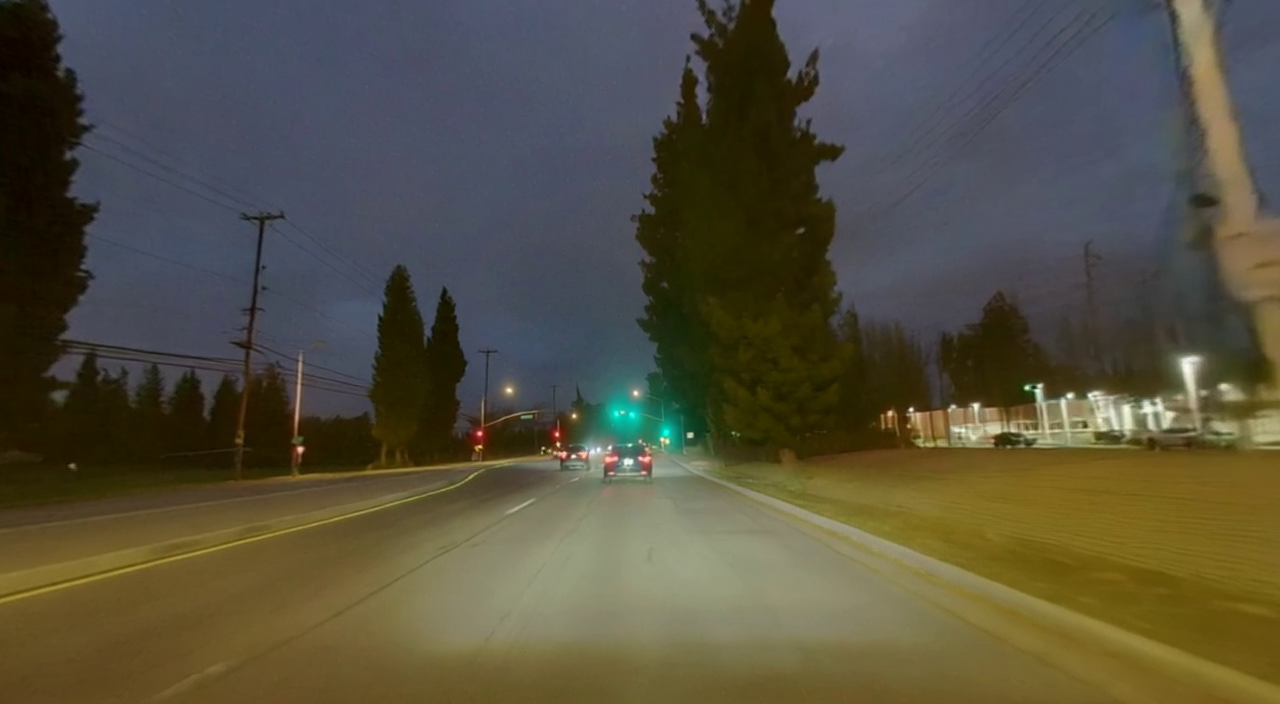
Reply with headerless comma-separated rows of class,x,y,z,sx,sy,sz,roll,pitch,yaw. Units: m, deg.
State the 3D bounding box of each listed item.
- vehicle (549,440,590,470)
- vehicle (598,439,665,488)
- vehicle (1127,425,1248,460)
vehicle,-4.444,6.583,40.457,2.189,1.776,4.342,0,-9,0
vehicle,-0.295,4.067,23.307,2.235,1.597,4.918,0,-9,0
vehicle,35.535,5.952,41.175,2.609,2.110,5.813,0,-9,-1
